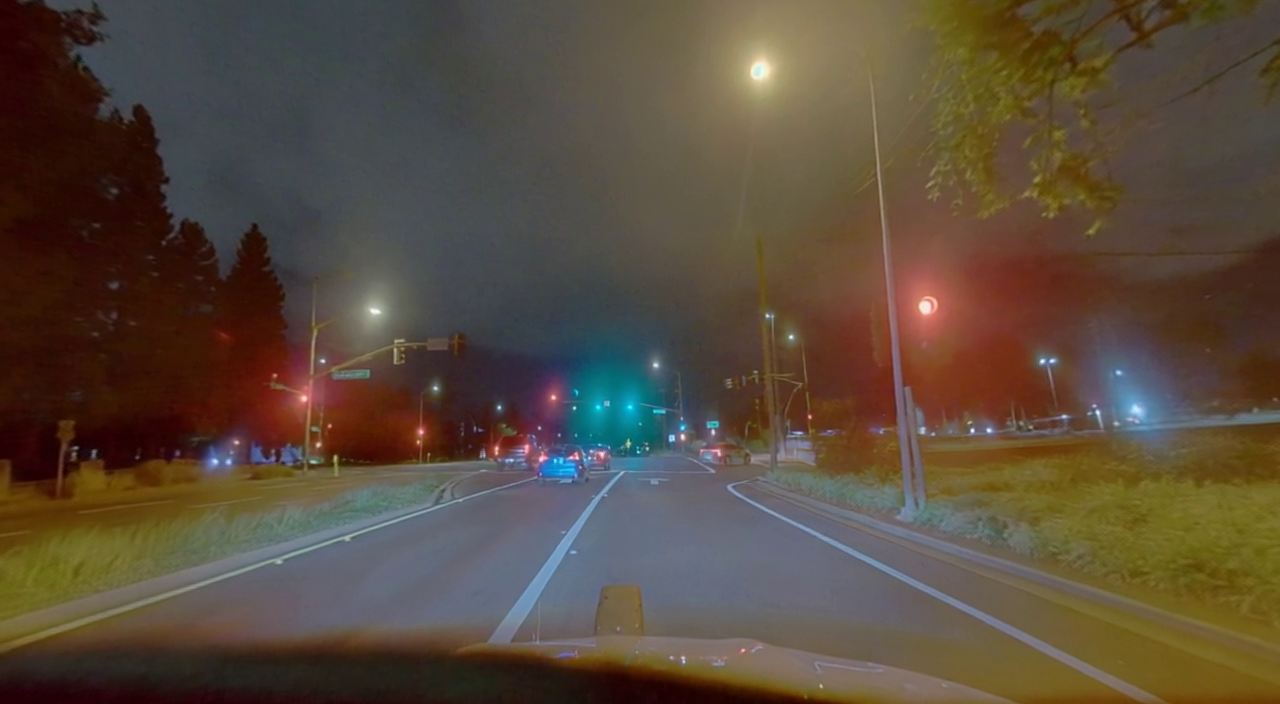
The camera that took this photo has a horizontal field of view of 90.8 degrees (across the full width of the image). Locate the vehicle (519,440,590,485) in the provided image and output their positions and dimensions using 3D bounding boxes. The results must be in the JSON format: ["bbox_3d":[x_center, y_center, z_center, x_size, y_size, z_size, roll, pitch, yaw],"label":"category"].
[{"bbox_3d":[-3.026,4.006,23.178,1.979,1.492,3.930,0,-9,1],"label":"vehicle"}]

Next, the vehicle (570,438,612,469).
[{"bbox_3d":[-2.800,5.908,36.932,2.055,1.679,4.155,0,-9,1],"label":"vehicle"}]

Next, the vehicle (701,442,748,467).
[{"bbox_3d":[5.308,6.342,39.236,1.945,1.410,4.284,-3,-9,21],"label":"vehicle"}]

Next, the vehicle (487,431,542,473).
[{"bbox_3d":[-6.559,5.277,33.548,2.390,2.020,5.085,1,-9,-6],"label":"vehicle"}]
